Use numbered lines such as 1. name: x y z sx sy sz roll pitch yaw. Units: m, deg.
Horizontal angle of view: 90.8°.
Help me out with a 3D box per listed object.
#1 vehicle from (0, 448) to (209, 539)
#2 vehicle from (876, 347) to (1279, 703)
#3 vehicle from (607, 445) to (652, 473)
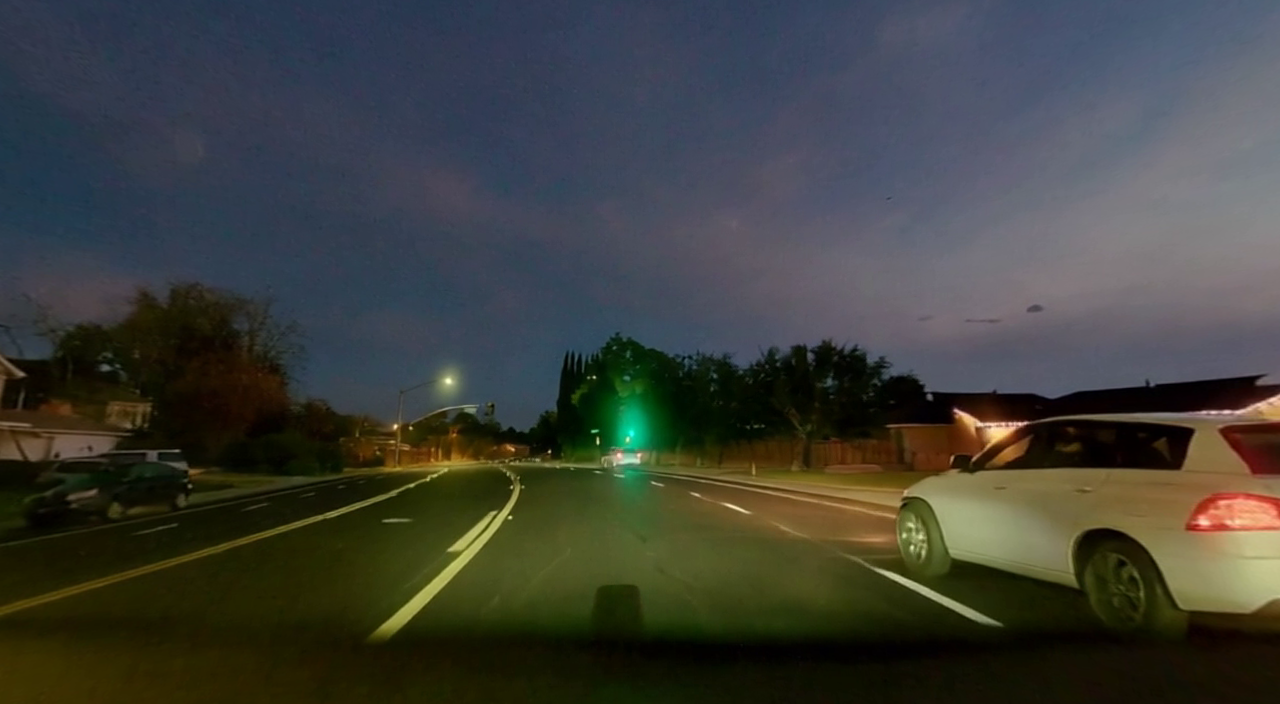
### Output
1. vehicle: -13.610 3.450 16.258 1.993 1.801 5.201 -2 -8 -8
2. vehicle: 3.954 1.187 4.900 2.081 1.828 5.138 0 -8 -2
3. vehicle: -0.726 6.553 39.103 1.951 1.620 4.582 2 -9 -12
